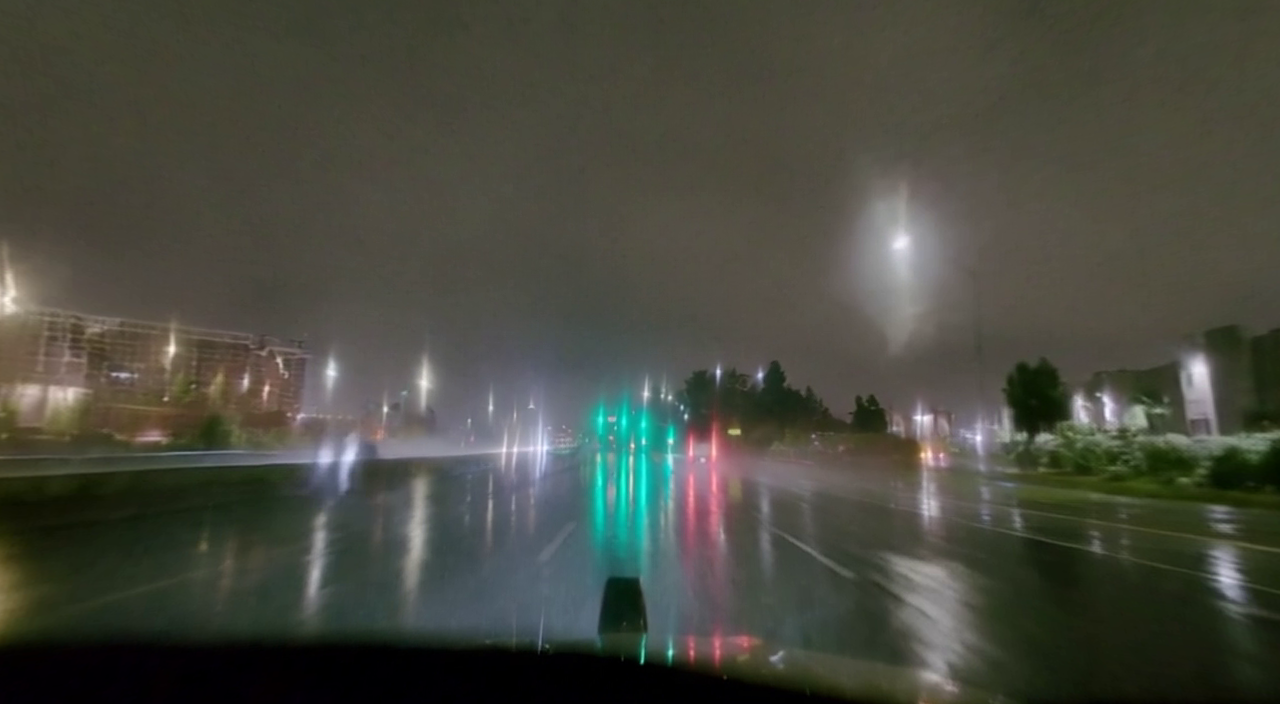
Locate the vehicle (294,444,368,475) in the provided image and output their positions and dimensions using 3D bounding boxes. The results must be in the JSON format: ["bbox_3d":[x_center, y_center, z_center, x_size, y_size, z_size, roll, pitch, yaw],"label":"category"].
[{"bbox_3d":[-16.692,5.802,34.279,1.986,1.552,4.014,0,-9,0],"label":"vehicle"}]

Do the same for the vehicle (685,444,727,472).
[{"bbox_3d":[3.776,6.134,36.665,1.926,1.477,4.025,0,-9,-2],"label":"vehicle"}]
